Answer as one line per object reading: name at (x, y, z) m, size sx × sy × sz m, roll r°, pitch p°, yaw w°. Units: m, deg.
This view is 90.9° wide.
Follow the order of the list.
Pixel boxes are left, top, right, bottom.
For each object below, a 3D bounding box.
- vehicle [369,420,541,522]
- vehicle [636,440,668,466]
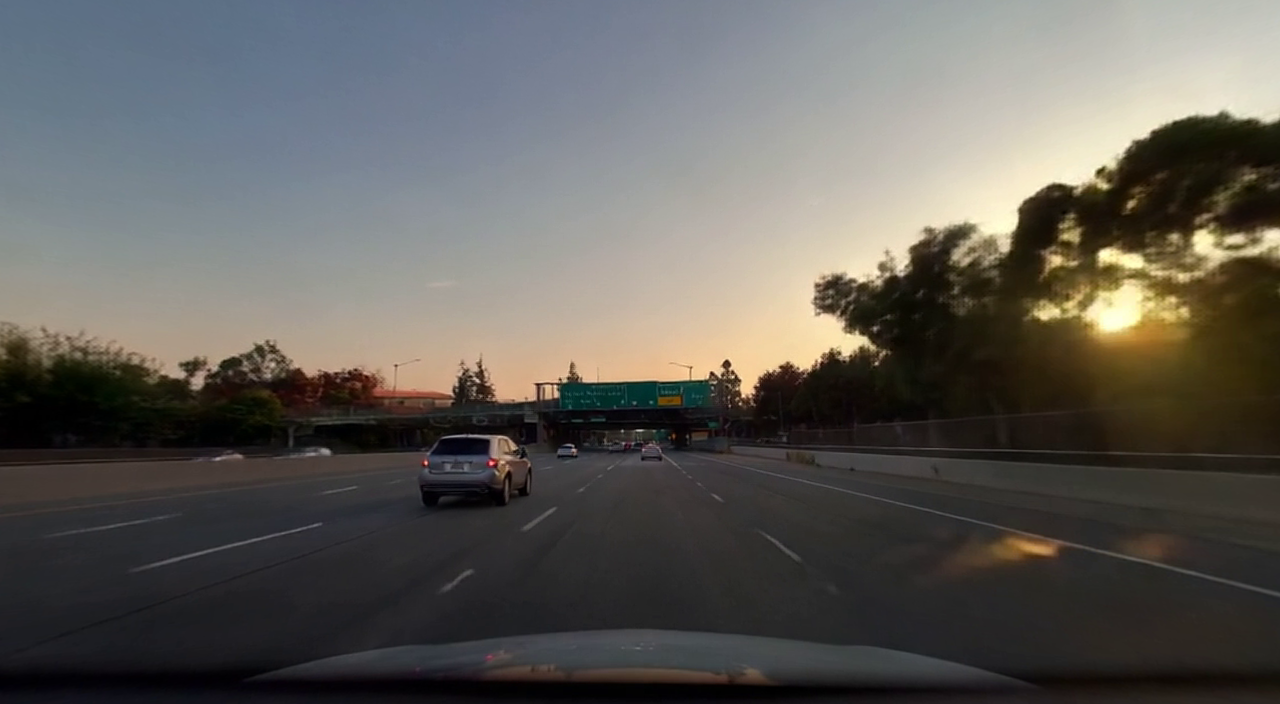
vehicle at (-3.605, 2.419, 13.347) m, size 2.214 × 1.759 × 4.435 m, roll -1°, pitch -8°, yaw 1°
vehicle at (0.751, 6.709, 42.085) m, size 2.023 × 1.589 × 4.030 m, roll 0°, pitch -8°, yaw 0°
